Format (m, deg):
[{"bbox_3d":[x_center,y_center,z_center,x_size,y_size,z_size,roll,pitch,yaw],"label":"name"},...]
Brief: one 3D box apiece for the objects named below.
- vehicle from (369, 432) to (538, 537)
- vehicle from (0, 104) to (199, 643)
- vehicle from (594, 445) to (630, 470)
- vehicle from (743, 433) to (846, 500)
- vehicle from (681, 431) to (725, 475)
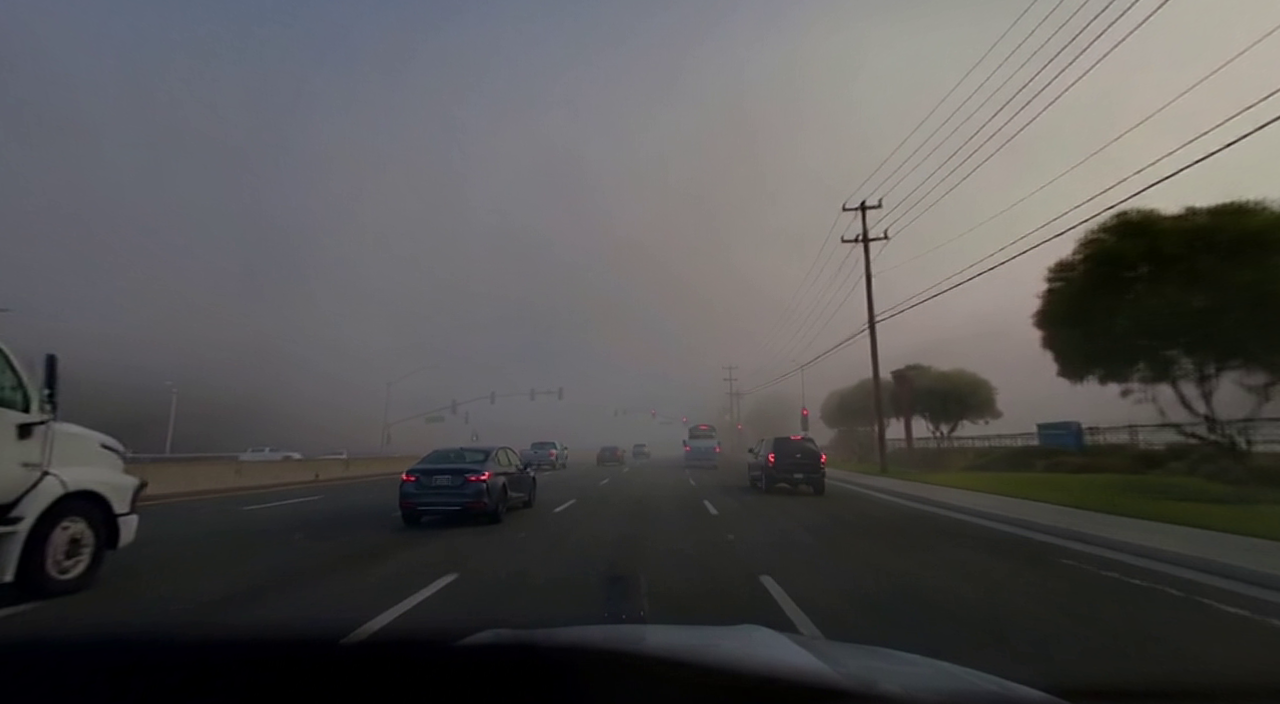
[{"bbox_3d":[-3.268,2.383,11.856,1.934,1.643,3.718,0,-9,2],"label":"vehicle"},{"bbox_3d":[-6.486,0.148,4.682,3.239,4.055,3.881,0,-9,1],"label":"vehicle"},{"bbox_3d":[-1.821,7.084,42.508,1.984,1.567,4.311,0,-9,4],"label":"vehicle"},{"bbox_3d":[4.847,3.663,20.471,2.283,1.923,4.427,0,-9,1],"label":"vehicle"},{"bbox_3d":[3.784,6.024,37.723,2.457,2.440,5.486,-1,-9,6],"label":"vehicle"}]
